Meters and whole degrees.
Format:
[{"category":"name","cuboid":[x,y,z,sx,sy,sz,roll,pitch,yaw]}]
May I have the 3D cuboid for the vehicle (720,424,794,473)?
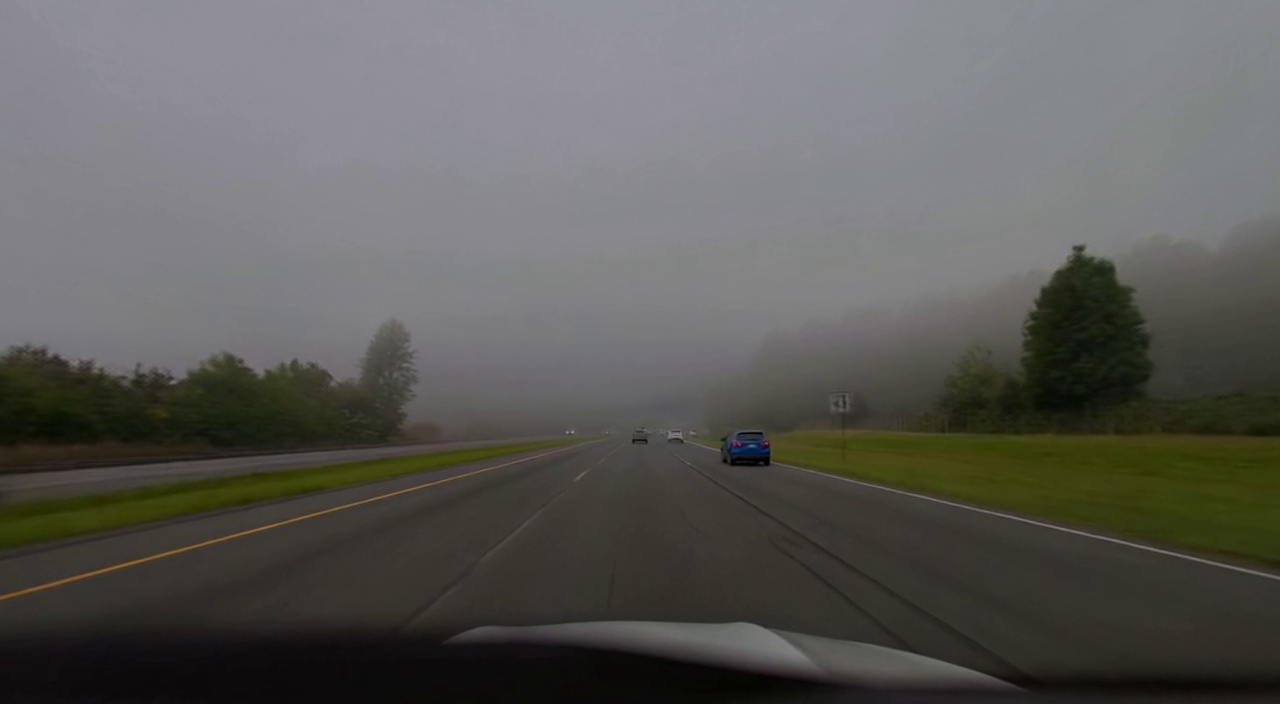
[{"category":"vehicle","cuboid":[3.925,3.288,21.676,1.765,1.510,3.762,0,-8,-1]}]
